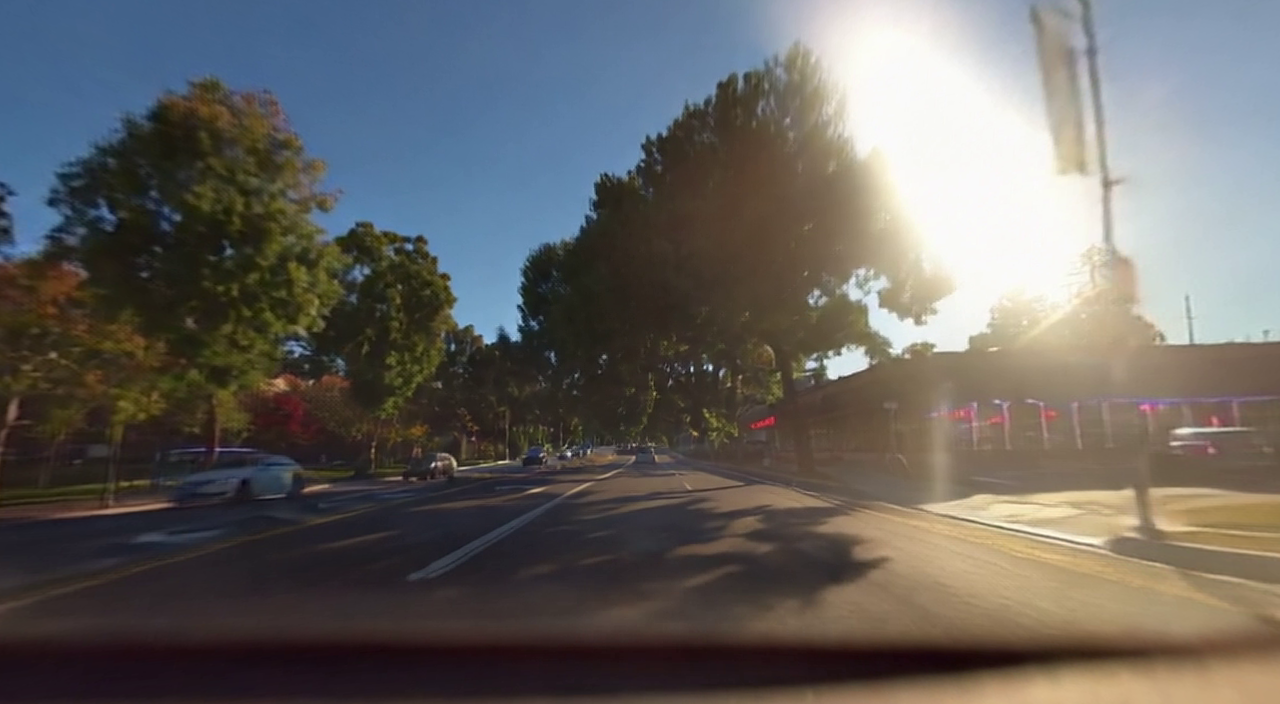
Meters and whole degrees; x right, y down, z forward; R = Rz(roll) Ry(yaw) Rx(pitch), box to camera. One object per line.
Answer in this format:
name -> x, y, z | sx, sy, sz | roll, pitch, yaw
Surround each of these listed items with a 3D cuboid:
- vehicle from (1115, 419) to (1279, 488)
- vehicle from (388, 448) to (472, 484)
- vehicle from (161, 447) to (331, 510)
vehicle -> 17.092, 2.978, 18.653 | 2.021, 1.753, 4.941 | 0, -9, -3
vehicle -> -9.719, 5.305, 29.722 | 2.084, 1.517, 5.096 | 0, -8, 2
vehicle -> -10.886, 3.475, 17.885 | 1.873, 1.516, 4.339 | 0, -8, 3
